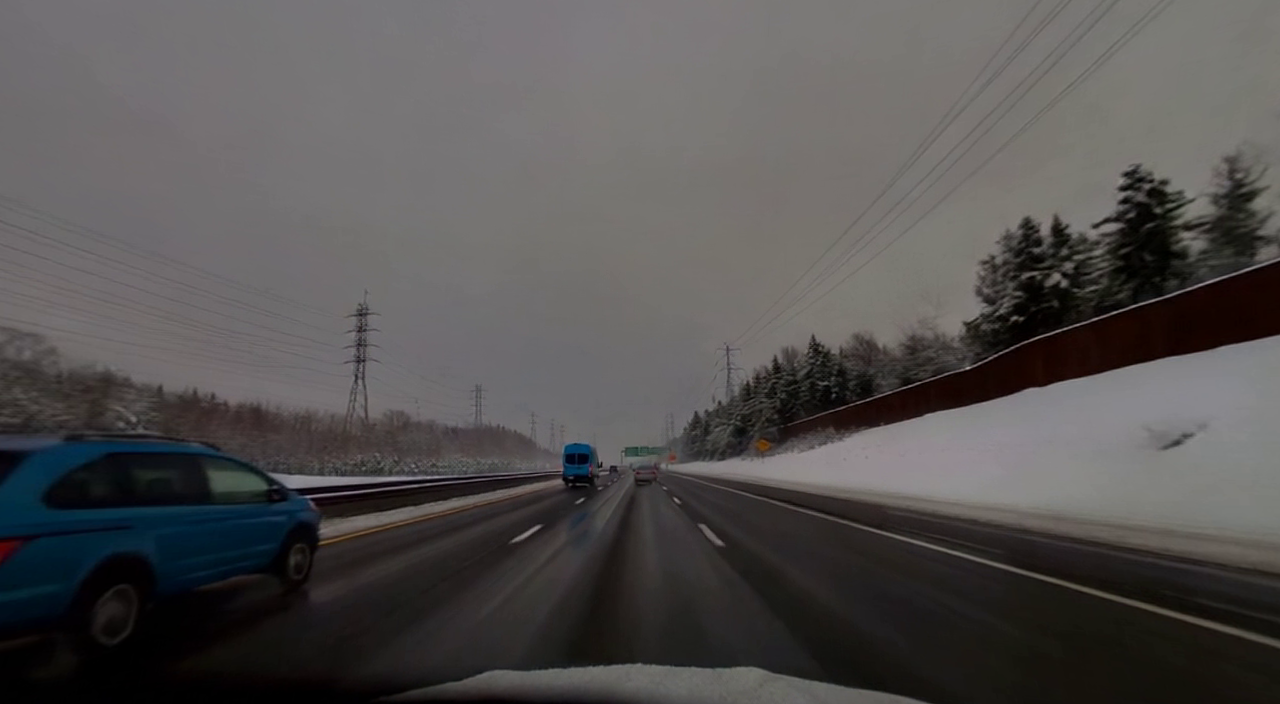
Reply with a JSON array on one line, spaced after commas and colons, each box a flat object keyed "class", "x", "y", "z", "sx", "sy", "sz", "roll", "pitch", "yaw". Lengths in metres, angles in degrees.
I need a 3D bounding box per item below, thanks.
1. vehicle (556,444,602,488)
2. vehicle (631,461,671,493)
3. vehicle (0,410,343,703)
[{"class": "vehicle", "x": -3.902, "y": 7.548, "z": 41.713, "sx": 2.394, "sy": 2.609, "sz": 6.875, "roll": 1, "pitch": -10, "yaw": 0}, {"class": "vehicle", "x": 0.520, "y": 6.671, "z": 33.690, "sx": 2.006, "sy": 1.554, "sz": 3.863, "roll": 1, "pitch": -10, "yaw": -1}, {"class": "vehicle", "x": -4.366, "y": 1.336, "z": 4.698, "sx": 2.023, "sy": 1.541, "sz": 4.543, "roll": 1, "pitch": -10, "yaw": 1}]
